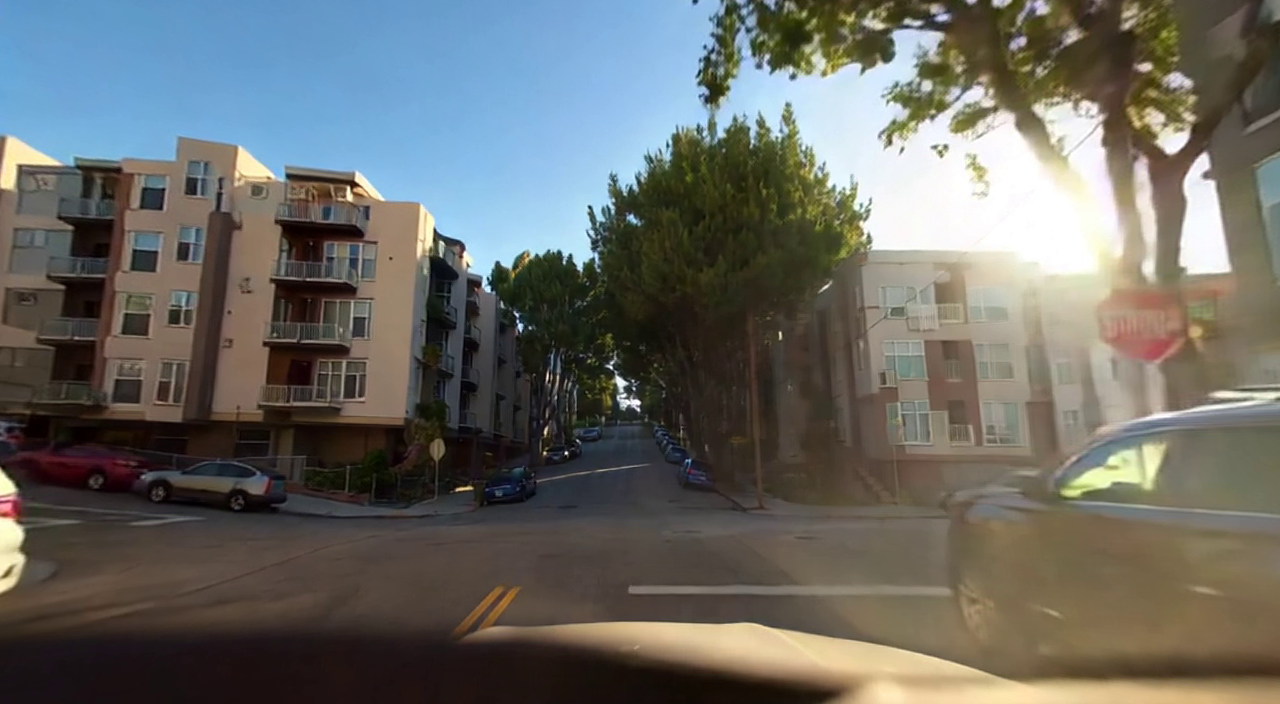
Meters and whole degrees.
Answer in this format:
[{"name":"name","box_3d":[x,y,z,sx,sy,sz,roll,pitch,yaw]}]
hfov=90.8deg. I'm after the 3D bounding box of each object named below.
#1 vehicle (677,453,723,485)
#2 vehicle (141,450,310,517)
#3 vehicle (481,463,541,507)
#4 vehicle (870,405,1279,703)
[{"name":"vehicle","box_3d":[3.414,6.760,36.918,2.051,1.526,4.673,0,-7,-2]},{"name":"vehicle","box_3d":[-13.984,4.468,21.504,4.243,1.676,1.844,6,-12,2]},{"name":"vehicle","box_3d":[-5.880,6.111,29.289,1.987,1.662,4.141,-2,-8,-1]},{"name":"vehicle","box_3d":[3.341,1.188,3.724,2.064,1.548,5.186,0,-8,1]}]
